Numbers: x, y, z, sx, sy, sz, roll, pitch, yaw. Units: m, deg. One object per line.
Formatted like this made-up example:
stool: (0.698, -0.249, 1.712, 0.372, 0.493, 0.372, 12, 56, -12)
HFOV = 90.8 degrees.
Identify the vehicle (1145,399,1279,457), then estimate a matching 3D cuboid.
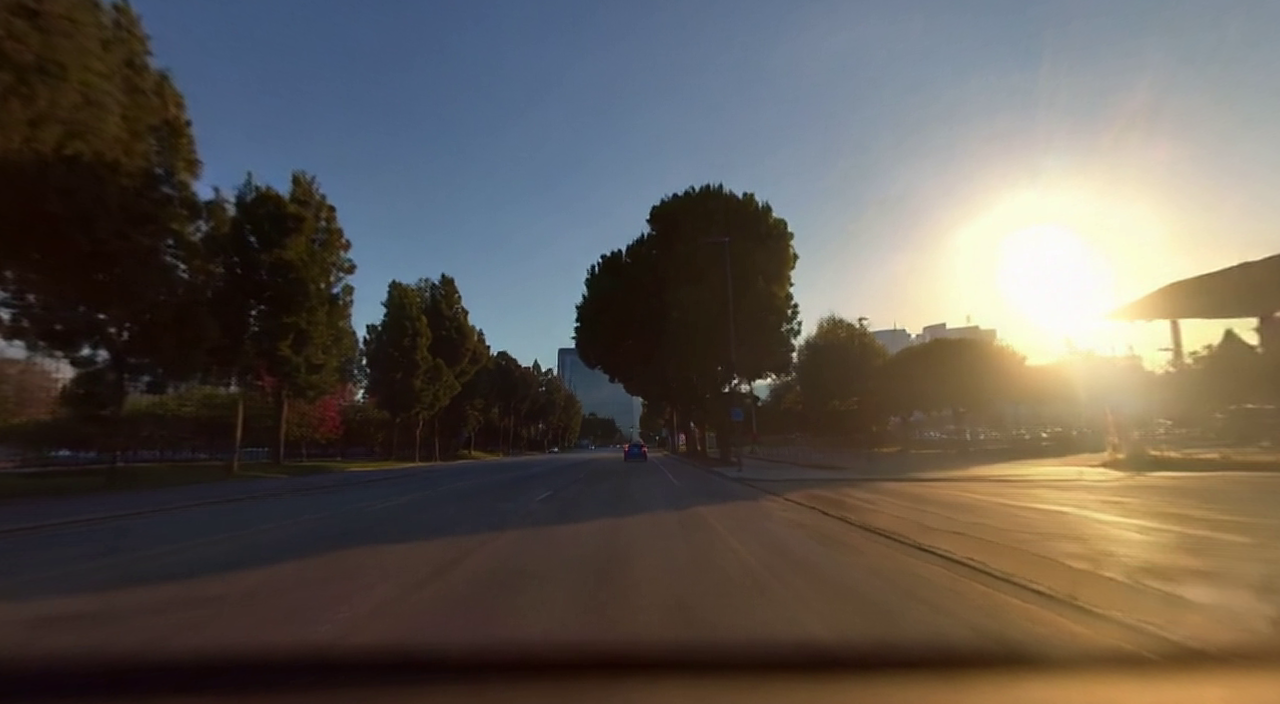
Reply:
vehicle: (46.361, 5.616, 46.815, 14.828, 4.062, 2.936, -1, -8, 2)
